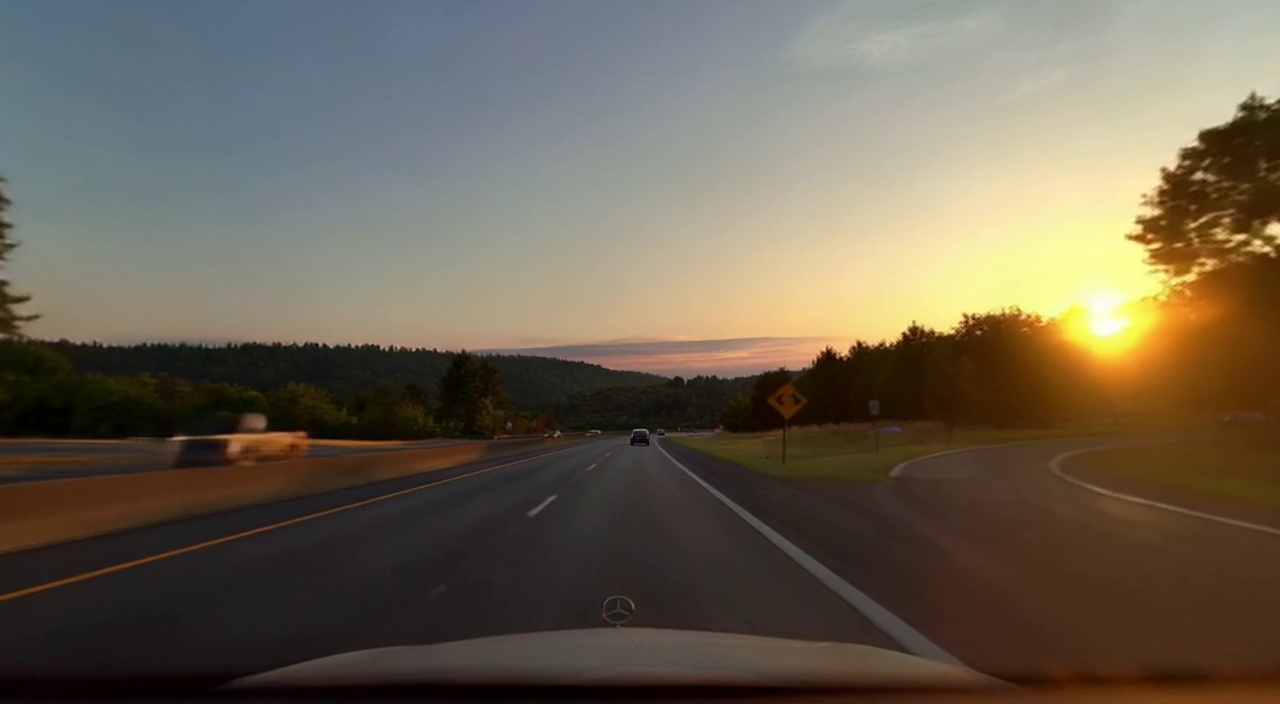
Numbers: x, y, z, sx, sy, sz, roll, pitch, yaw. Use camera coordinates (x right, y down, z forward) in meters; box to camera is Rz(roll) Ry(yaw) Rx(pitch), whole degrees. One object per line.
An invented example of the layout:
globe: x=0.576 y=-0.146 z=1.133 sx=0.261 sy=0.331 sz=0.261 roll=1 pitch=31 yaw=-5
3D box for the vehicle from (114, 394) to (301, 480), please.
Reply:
vehicle: x=-14.788 y=2.978 z=22.151 sx=2.373 sy=2.626 sz=5.780 roll=0 pitch=-8 yaw=1
